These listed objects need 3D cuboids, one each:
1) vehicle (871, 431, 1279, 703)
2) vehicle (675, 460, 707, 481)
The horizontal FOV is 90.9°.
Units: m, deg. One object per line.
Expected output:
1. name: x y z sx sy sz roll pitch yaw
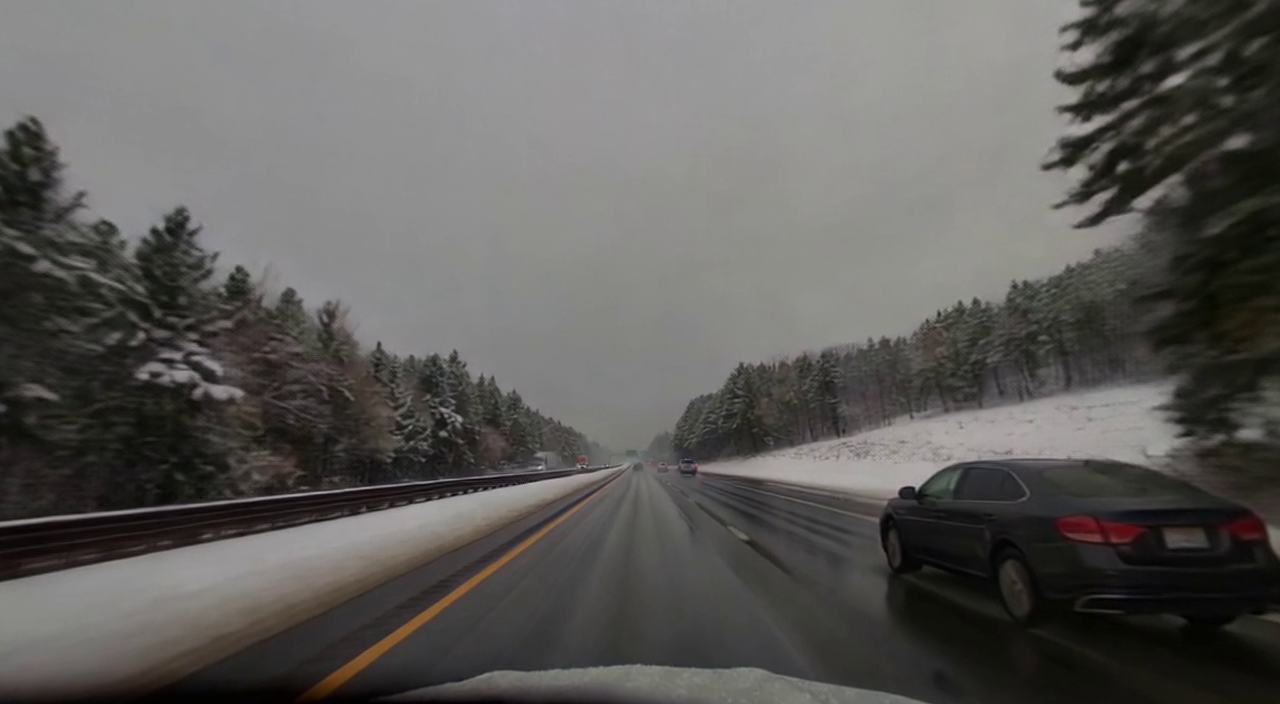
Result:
1. vehicle: 3.708 1.568 5.559 1.825 1.494 3.959 1 -10 0
2. vehicle: 3.948 9.310 49.455 2.156 1.569 3.821 1 -10 -1
